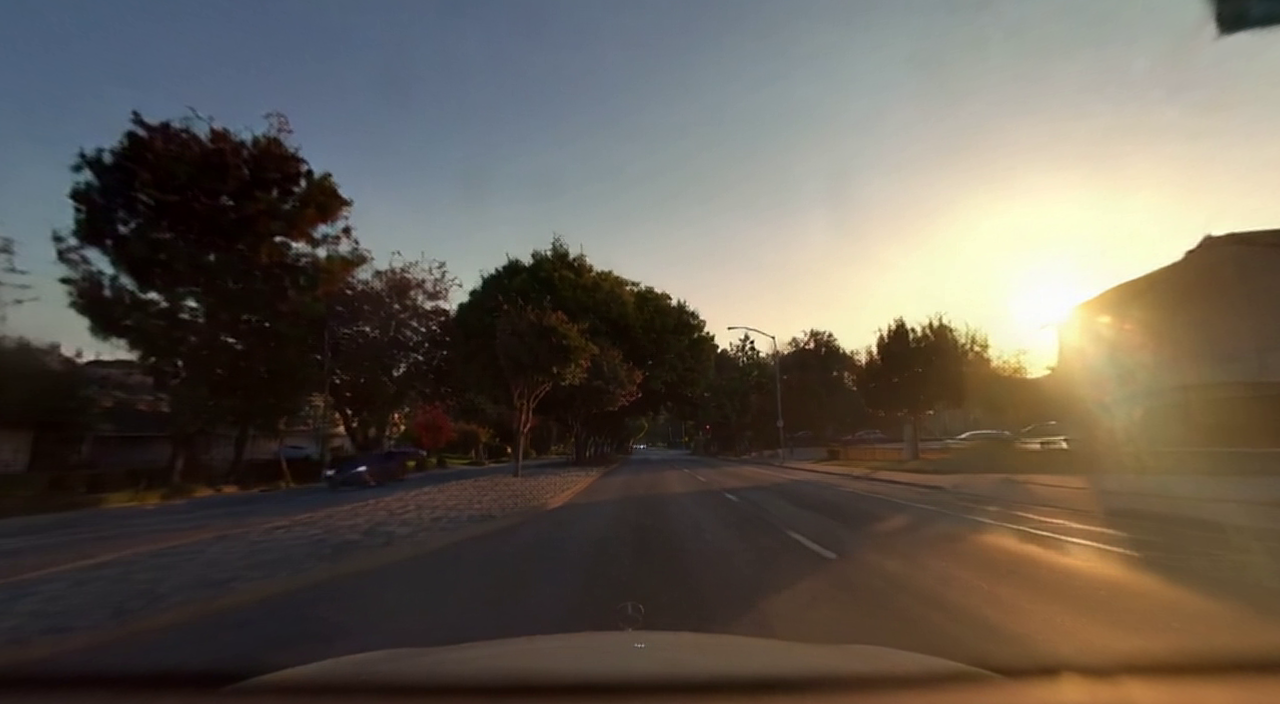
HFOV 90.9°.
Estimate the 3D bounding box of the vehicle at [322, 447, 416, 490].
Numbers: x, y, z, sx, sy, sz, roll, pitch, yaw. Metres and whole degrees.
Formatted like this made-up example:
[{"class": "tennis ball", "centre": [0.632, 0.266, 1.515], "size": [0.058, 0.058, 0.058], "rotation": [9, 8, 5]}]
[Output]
[{"class": "vehicle", "centre": [-12.188, 5.234, 28.747], "size": [2.010, 1.733, 4.868], "rotation": [-1, -8, 2]}]
